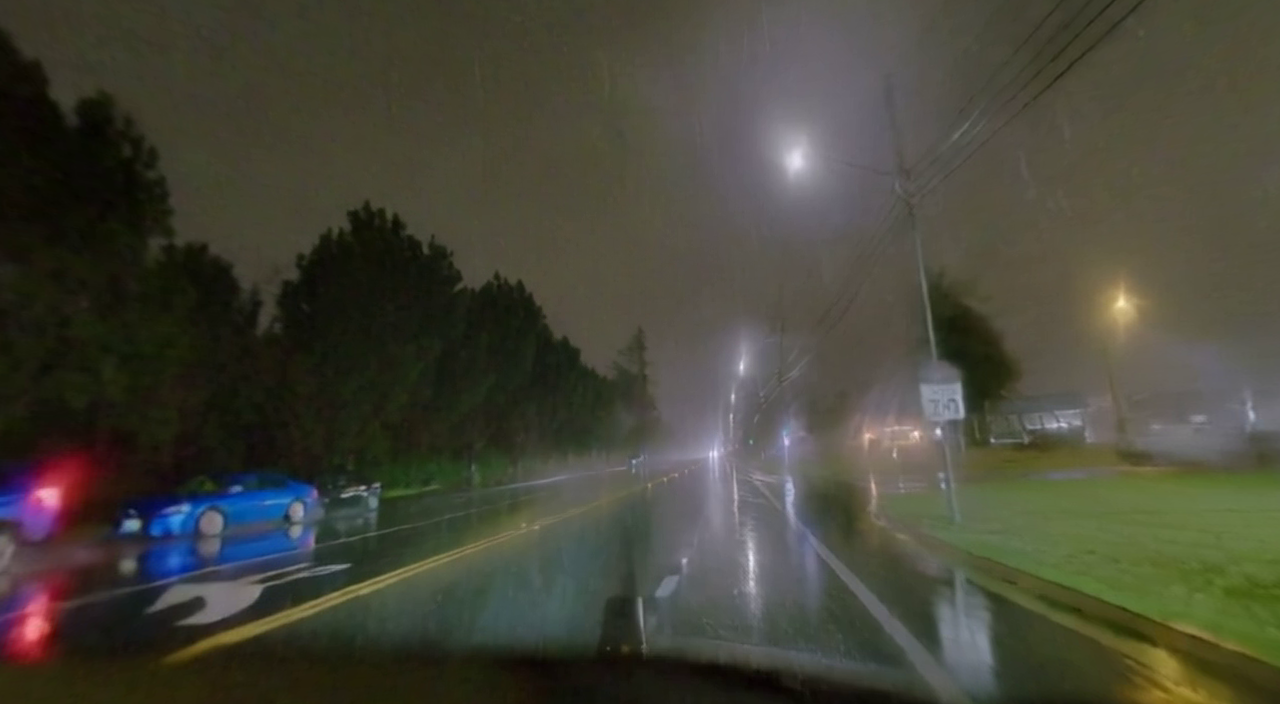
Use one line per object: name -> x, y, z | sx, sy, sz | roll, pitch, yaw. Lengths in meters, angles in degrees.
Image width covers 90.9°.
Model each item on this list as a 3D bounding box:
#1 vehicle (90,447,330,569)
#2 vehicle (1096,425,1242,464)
vehicle -> -9.747, 3.471, 14.835 | 2.087, 1.700, 4.467 | -5, -1, 9
vehicle -> 25.936, 4.580, 31.117 | 4.955, 1.814, 2.166 | -1, -8, 9
